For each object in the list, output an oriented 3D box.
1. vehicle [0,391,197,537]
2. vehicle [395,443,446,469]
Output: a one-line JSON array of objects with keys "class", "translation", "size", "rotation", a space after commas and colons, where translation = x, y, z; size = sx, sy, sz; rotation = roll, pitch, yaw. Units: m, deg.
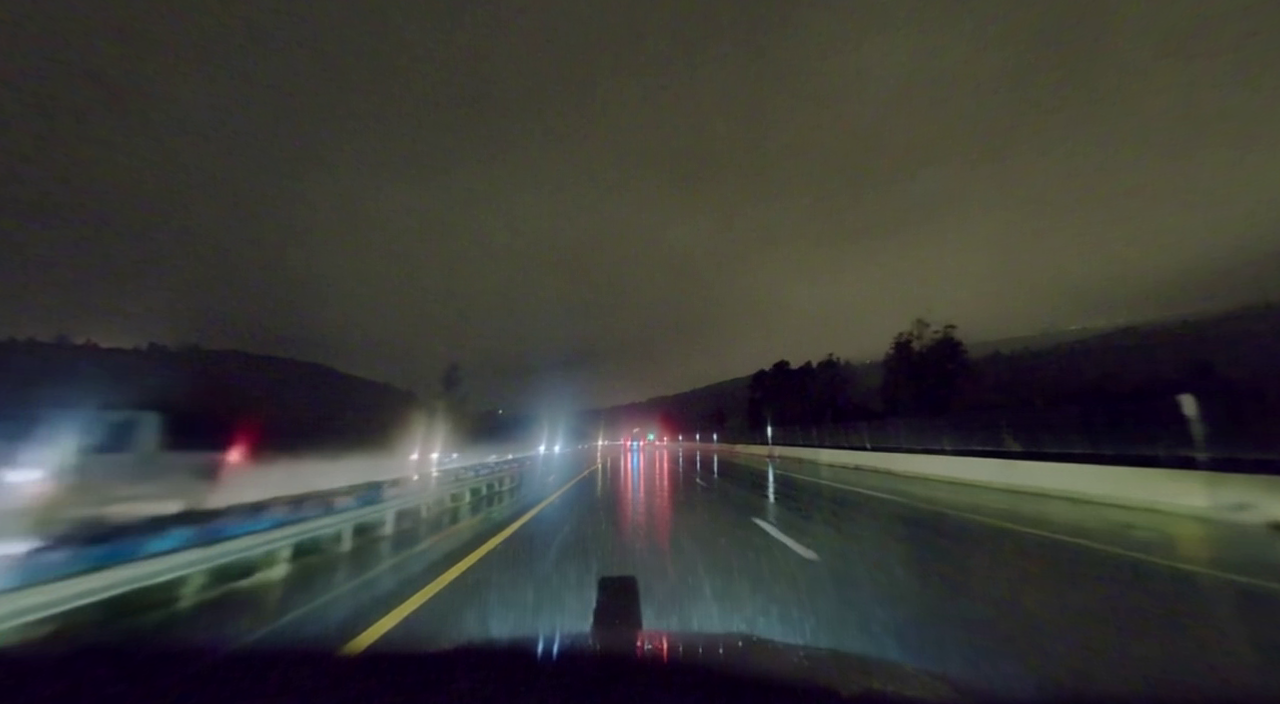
[{"class": "vehicle", "translation": [-12.749, 2.244, 13.067], "size": [2.304, 2.610, 6.728], "rotation": [0, -8, -1]}, {"class": "vehicle", "translation": [-12.878, 6.111, 37.237], "size": [1.748, 1.440, 3.680], "rotation": [0, -8, -1]}]
